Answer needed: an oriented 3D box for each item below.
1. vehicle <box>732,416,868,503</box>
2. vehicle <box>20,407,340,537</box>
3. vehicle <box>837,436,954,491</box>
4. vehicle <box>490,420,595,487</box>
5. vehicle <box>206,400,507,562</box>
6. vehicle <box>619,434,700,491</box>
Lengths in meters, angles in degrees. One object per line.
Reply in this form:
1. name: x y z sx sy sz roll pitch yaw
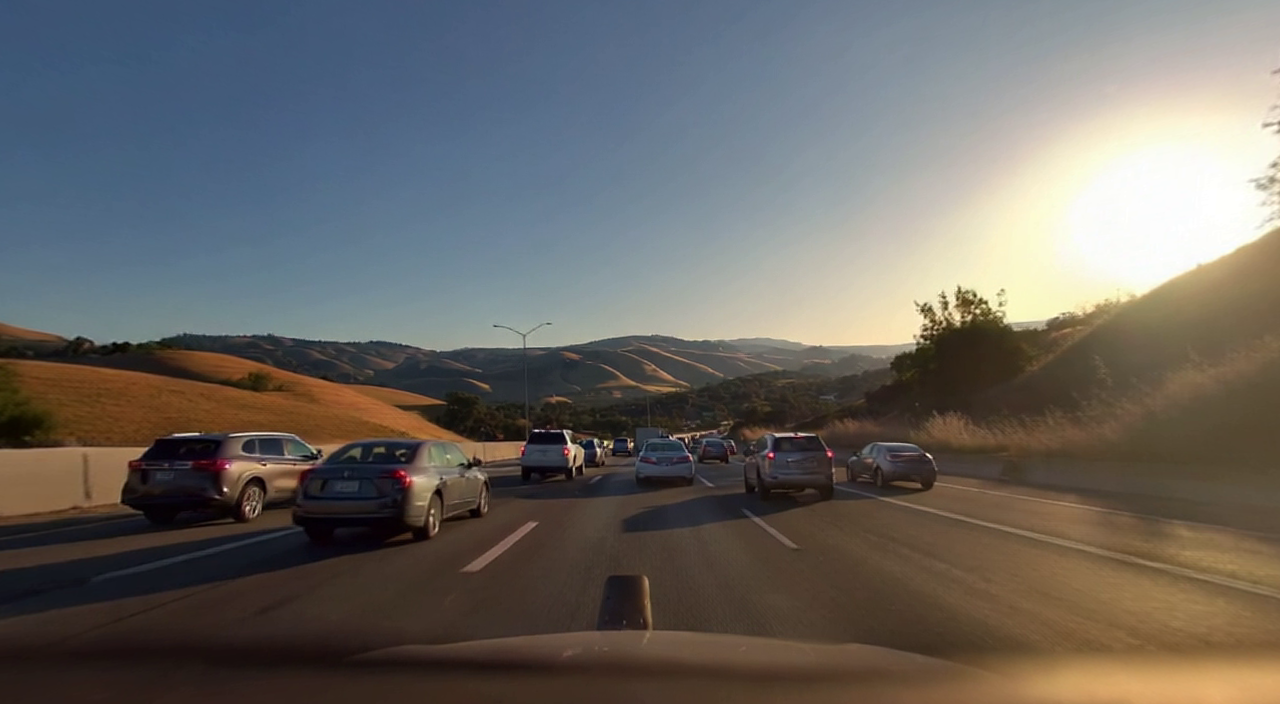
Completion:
1. vehicle: 3.595 2.522 15.167 2.046 1.765 4.534 0 -8 0
2. vehicle: -7.667 2.040 11.357 2.017 1.810 4.782 0 -8 2
3. vehicle: 7.502 3.284 19.006 1.846 1.469 4.166 0 -8 1
4. vehicle: -2.994 3.304 20.789 2.301 1.902 5.374 -1 -8 3
5. vehicle: -3.524 1.706 9.054 2.179 1.723 4.410 0 -8 1
6. vehicle: 0.562 3.205 18.654 2.105 1.471 4.349 0 -8 2
